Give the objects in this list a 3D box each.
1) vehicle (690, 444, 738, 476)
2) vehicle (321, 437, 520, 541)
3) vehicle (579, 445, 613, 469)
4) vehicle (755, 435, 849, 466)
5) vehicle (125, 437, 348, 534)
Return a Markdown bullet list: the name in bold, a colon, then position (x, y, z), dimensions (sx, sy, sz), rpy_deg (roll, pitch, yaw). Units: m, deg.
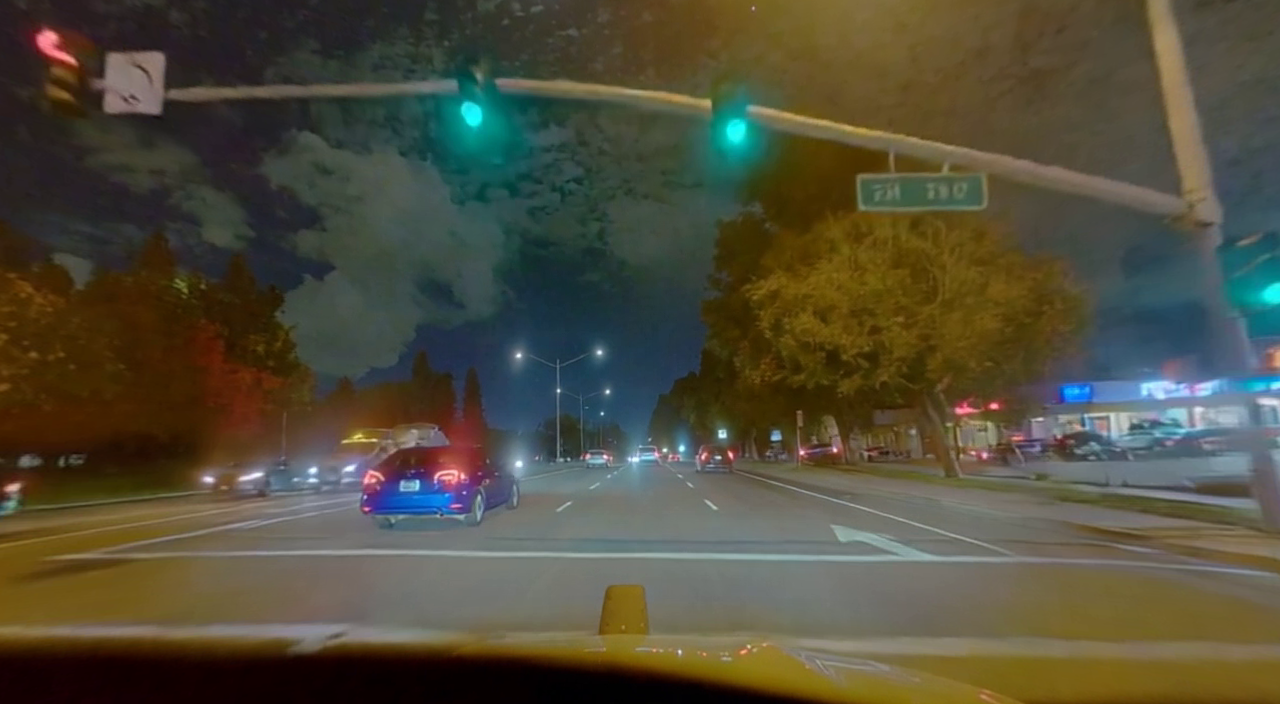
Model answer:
- **vehicle**: position (3.588, 5.319, 31.315), dimensions (1.883, 1.465, 3.975), rpy_deg (0, -8, 0)
- **vehicle**: position (-3.580, 2.302, 11.307), dimensions (1.803, 1.463, 4.422), rpy_deg (-1, -8, 3)
- **vehicle**: position (-2.852, 6.900, 41.715), dimensions (1.841, 1.474, 4.038), rpy_deg (0, -8, 2)
- **vehicle**: position (11.205, 6.880, 43.994), dimensions (5.931, 1.872, 2.264), rpy_deg (-3, -9, 4)
- **vehicle**: position (-8.351, 2.734, 13.655), dimensions (1.922, 1.660, 4.332), rpy_deg (-3, -8, 1)
